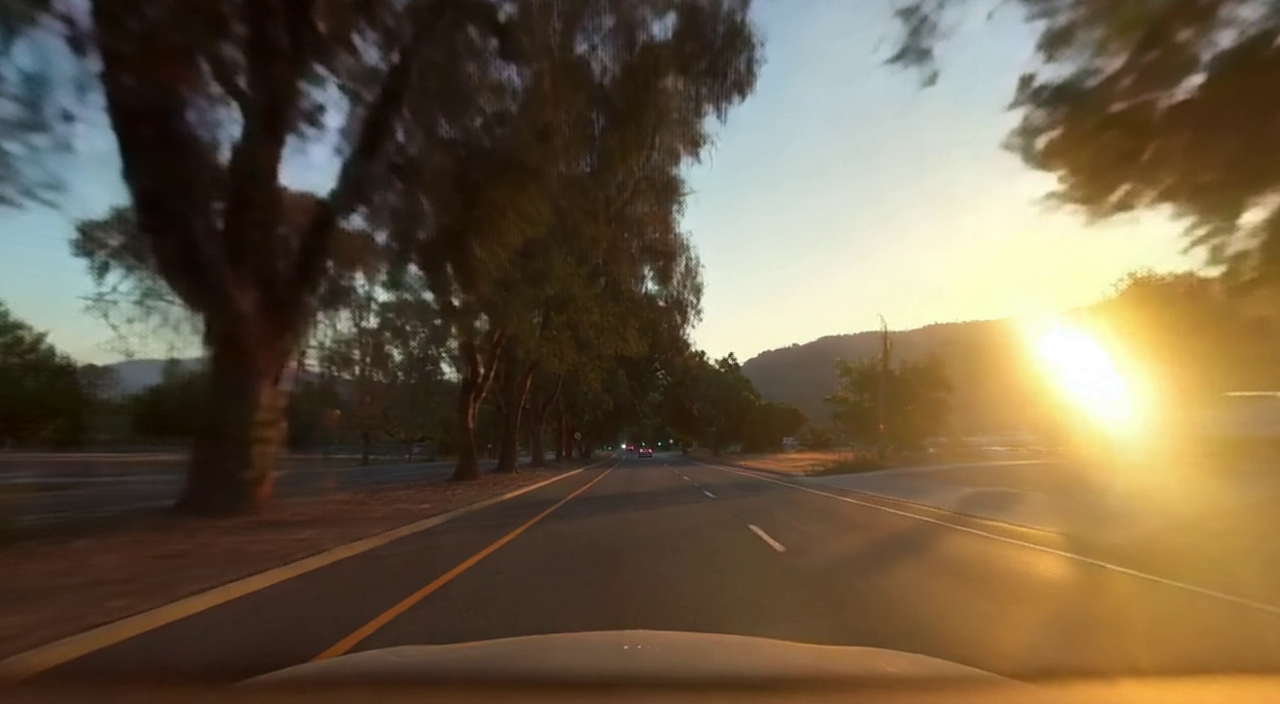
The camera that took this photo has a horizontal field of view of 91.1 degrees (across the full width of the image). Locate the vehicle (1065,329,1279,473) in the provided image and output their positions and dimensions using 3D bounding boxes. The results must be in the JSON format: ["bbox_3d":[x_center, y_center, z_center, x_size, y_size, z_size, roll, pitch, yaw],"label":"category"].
[{"bbox_3d":[17.085,1.651,18.305,2.826,3.500,9.295,0,-9,0],"label":"vehicle"}]
